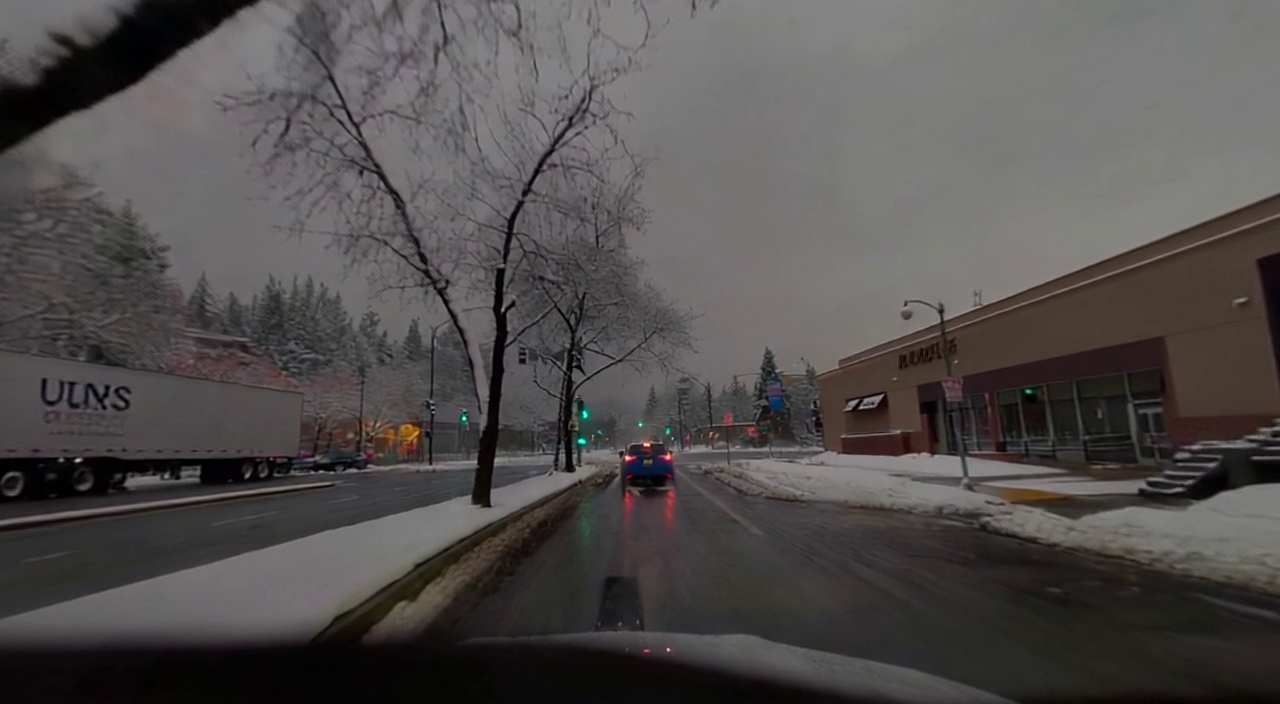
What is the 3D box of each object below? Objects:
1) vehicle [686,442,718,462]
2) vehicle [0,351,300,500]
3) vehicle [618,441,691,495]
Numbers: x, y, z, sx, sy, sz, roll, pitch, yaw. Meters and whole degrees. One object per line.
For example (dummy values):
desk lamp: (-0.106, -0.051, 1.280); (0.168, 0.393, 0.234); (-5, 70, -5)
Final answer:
vehicle: (4.900, 7.844, 49.576); (2.012, 1.468, 4.169); (-1, -9, 11)
vehicle: (-17.436, 2.541, 20.819); (2.792, 4.025, 11.784); (-3, -9, 20)
vehicle: (0.487, 3.510, 19.534); (2.006, 1.470, 3.799); (0, -9, 3)
